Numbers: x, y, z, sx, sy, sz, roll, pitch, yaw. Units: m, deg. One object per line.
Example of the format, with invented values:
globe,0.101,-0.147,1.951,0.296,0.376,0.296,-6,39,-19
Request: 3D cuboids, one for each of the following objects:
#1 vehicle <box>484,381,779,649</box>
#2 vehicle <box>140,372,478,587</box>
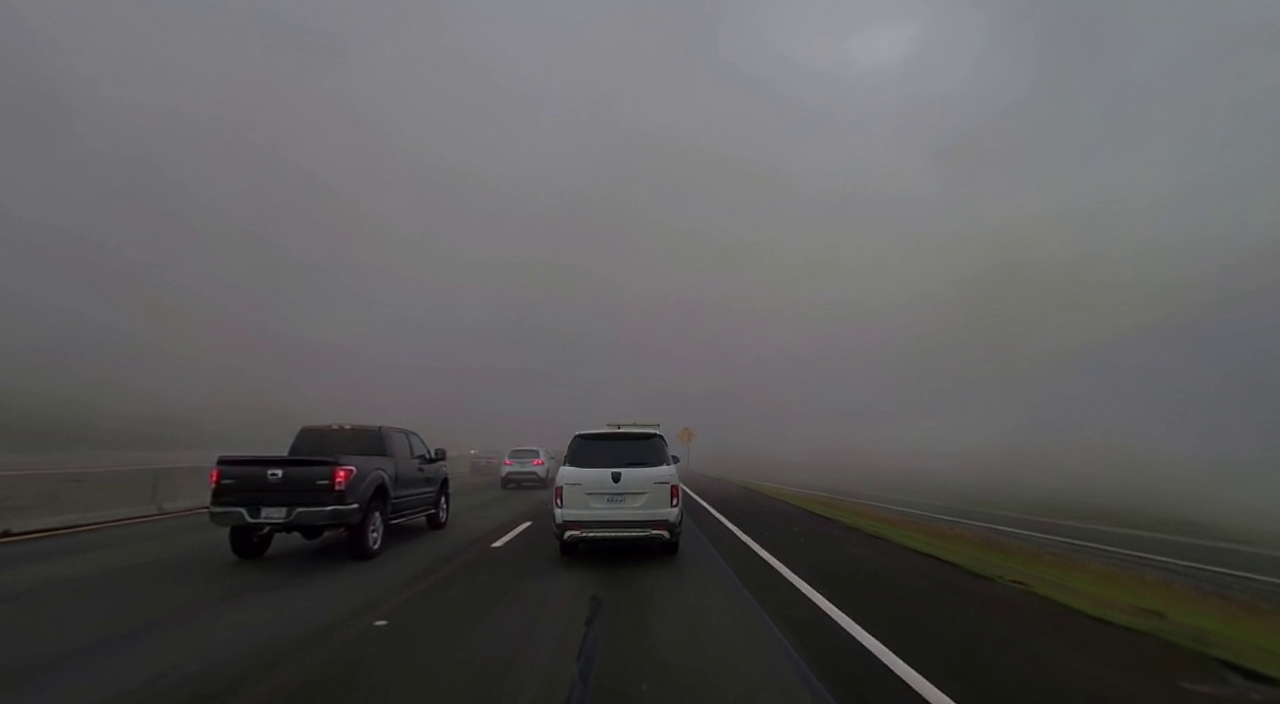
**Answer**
vehicle,-0.086,1.365,6.069,1.995,1.798,3.380,0,-9,-1
vehicle,-3.949,1.643,8.811,2.055,2.144,4.782,0,-9,0
